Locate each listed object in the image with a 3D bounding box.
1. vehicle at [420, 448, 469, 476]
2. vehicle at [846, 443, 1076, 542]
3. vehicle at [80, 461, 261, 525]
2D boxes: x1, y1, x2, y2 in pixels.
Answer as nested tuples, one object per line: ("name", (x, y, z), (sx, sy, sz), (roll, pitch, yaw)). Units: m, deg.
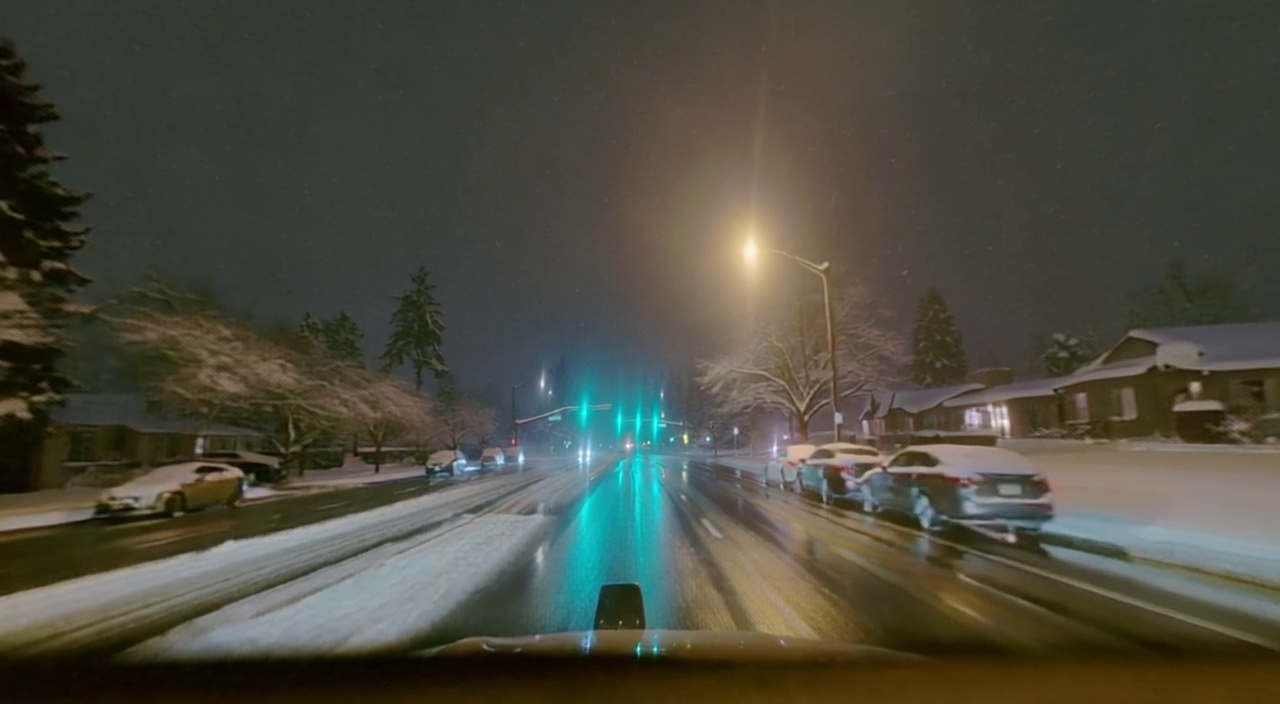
("vehicle", (-13.035, 7.371, 42.458), (1.916, 1.754, 4.337), (0, -8, -1))
("vehicle", (5.565, 2.447, 11.757), (1.875, 1.466, 4.355), (0, -9, -2))
("vehicle", (-12.817, 3.824, 17.669), (1.812, 1.454, 4.351), (0, -8, -2))
